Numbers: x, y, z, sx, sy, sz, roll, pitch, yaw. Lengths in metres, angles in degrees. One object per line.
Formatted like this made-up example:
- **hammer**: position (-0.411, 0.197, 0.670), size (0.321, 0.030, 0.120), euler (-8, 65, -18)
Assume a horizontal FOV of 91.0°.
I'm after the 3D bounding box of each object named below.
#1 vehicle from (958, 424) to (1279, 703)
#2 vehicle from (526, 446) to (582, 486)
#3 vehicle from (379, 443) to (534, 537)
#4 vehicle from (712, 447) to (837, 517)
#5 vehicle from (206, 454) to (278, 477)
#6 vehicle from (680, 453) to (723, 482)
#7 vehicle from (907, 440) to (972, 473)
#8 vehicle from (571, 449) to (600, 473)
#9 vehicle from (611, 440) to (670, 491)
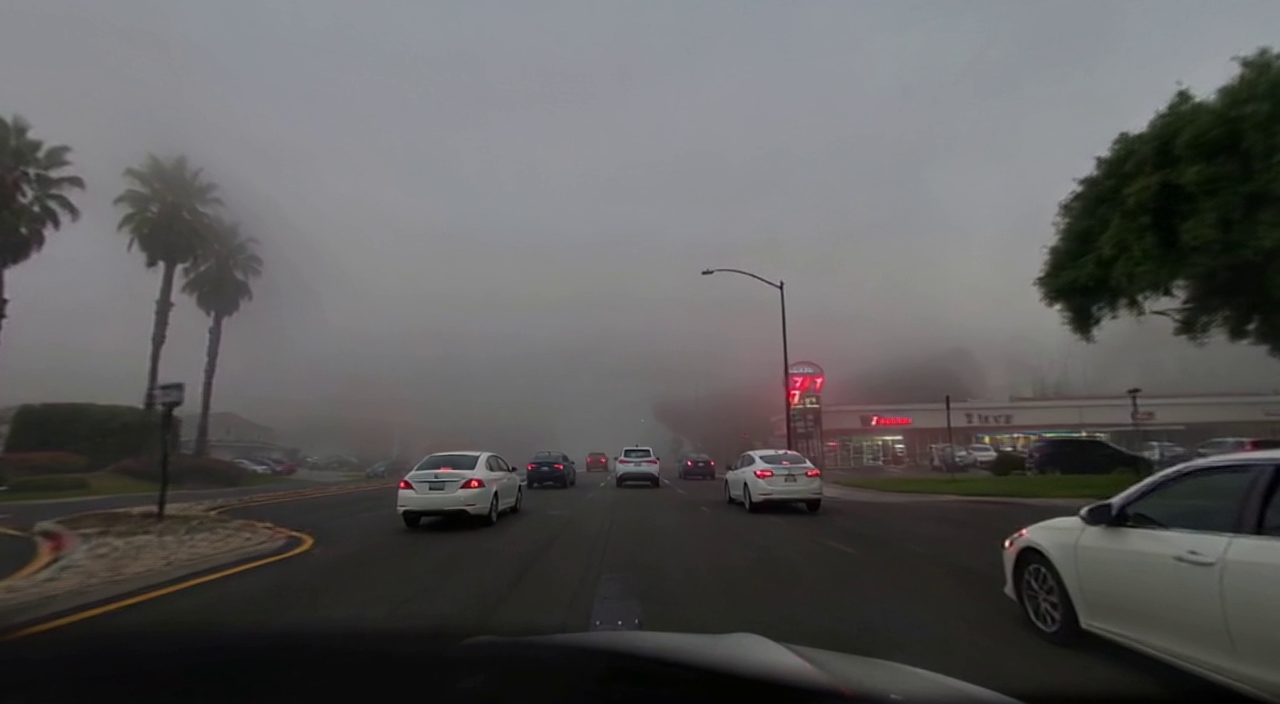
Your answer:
- **vehicle**: position (3.660, 1.097, 3.082), size (1.867, 1.448, 4.436), euler (0, -8, 0)
- **vehicle**: position (-3.846, 5.177, 28.955), size (1.932, 1.695, 4.235), euler (0, -8, 0)
- **vehicle**: position (-3.341, 2.549, 12.374), size (1.864, 1.505, 4.202), euler (0, -8, -1)
- **vehicle**: position (3.157, 3.141, 15.850), size (1.977, 1.480, 4.589), euler (0, -8, -2)
- **vehicle**: position (-30.428, 8.698, 48.194), size (4.123, 1.648, 2.053), euler (0, -8, 0)
- **vehicle**: position (3.400, 6.453, 35.534), size (1.880, 1.476, 3.932), euler (0, -8, -2)
- **vehicle**: position (18.221, 6.361, 38.538), size (1.905, 1.833, 4.347), euler (0, -8, 2)
- **vehicle**: position (-4.088, 8.250, 47.669), size (1.871, 1.673, 3.920), euler (0, -8, 0)
- **vehicle**: position (-0.009, 4.540, 25.550), size (2.164, 1.867, 4.254), euler (0, -8, -1)
